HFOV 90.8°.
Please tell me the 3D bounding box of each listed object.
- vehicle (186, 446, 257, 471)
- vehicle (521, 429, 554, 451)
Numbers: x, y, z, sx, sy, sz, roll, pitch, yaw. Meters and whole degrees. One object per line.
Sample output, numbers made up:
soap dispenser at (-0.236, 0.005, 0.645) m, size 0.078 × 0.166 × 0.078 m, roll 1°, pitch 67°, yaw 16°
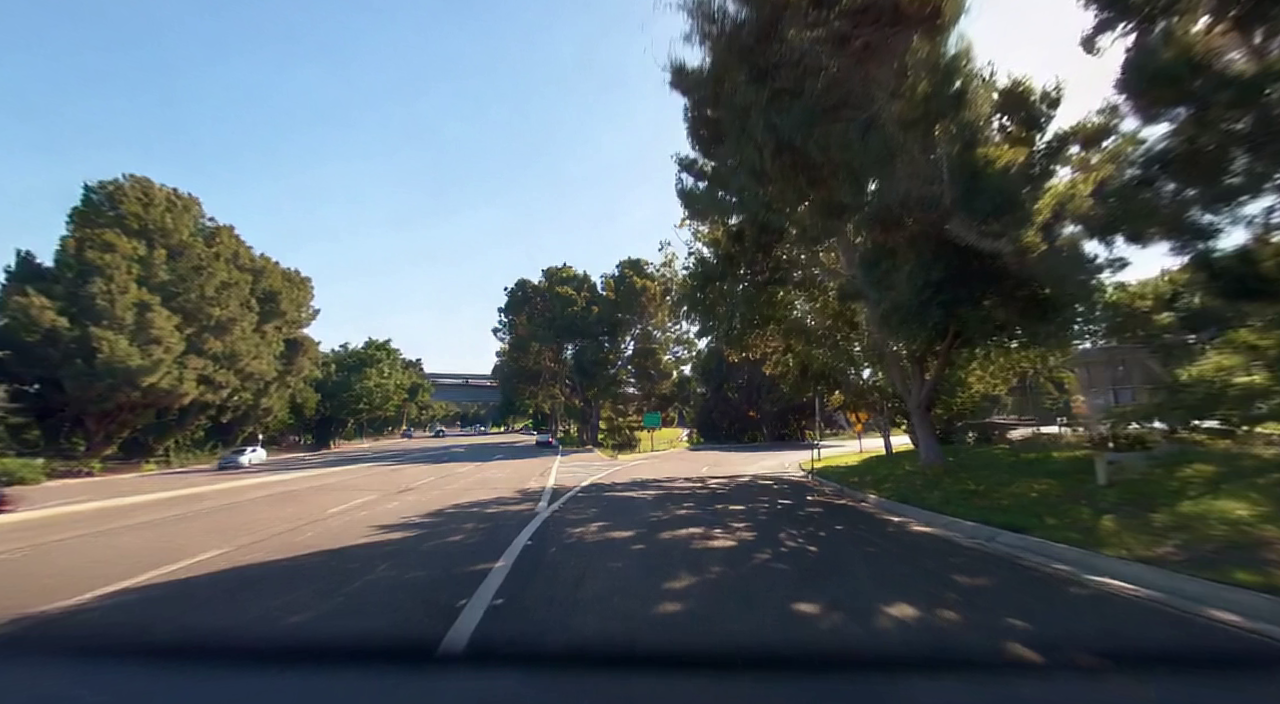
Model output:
vehicle at (-27.105, 6.873, 41.090) m, size 1.943 × 1.468 × 4.460 m, roll 1°, pitch -9°, yaw -6°
vehicle at (-7.190, 6.223, 44.631) m, size 2.108 × 1.472 × 4.099 m, roll 1°, pitch -9°, yaw -7°
